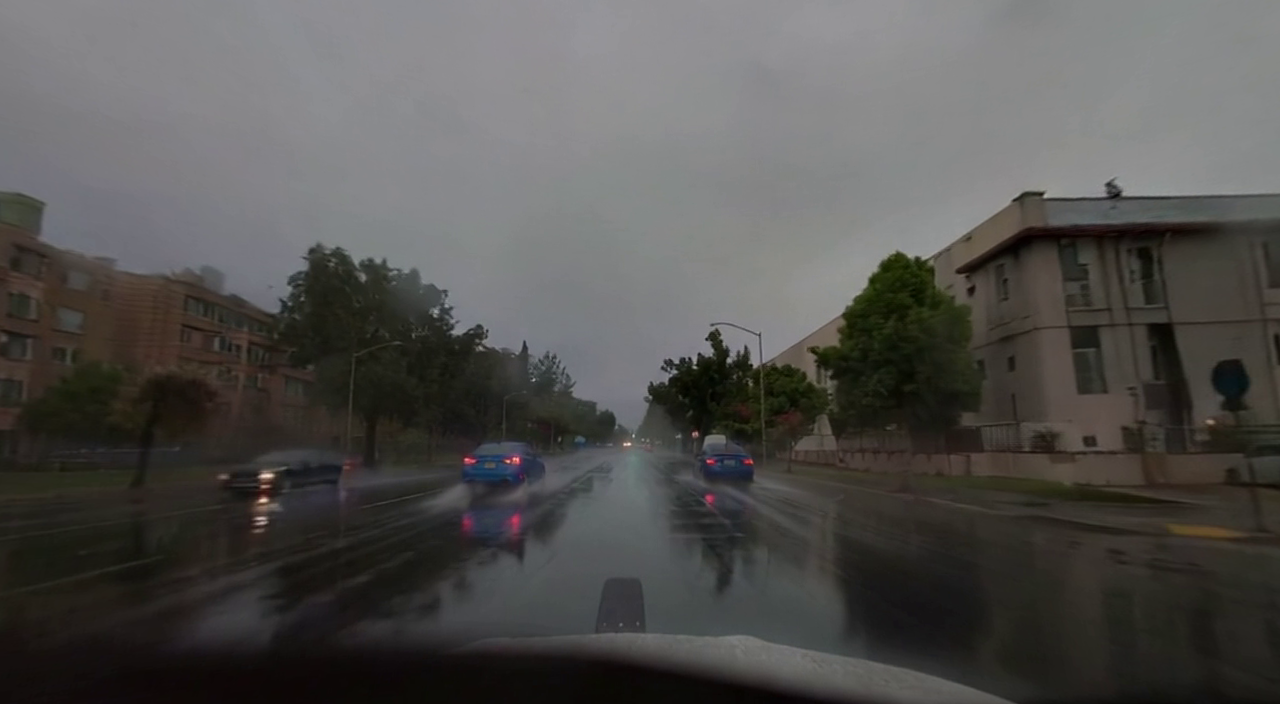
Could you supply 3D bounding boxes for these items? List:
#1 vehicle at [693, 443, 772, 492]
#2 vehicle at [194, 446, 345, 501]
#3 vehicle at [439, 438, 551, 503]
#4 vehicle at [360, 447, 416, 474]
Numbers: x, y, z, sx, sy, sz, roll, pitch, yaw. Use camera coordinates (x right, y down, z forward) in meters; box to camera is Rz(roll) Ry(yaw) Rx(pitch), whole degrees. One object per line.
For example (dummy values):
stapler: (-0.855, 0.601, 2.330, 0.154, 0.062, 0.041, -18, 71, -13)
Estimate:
vehicle: (3.035, 3.903, 21.782, 1.978, 1.471, 4.426, 0, -9, -1)
vehicle: (-11.249, 3.688, 19.641, 1.931, 1.487, 4.500, 0, -9, 0)
vehicle: (-3.742, 3.118, 17.080, 2.062, 1.527, 4.044, 0, -9, 0)
vehicle: (-17.999, 7.726, 45.354, 2.078, 1.730, 4.740, -3, -9, 0)
